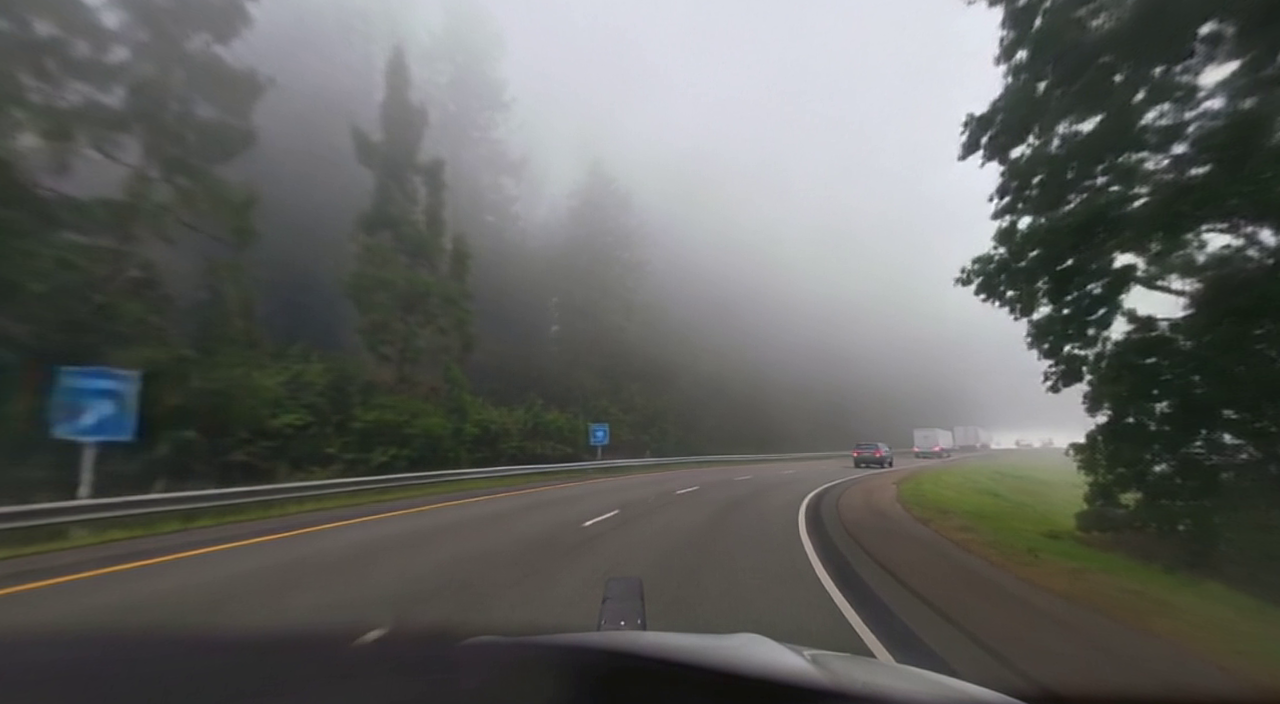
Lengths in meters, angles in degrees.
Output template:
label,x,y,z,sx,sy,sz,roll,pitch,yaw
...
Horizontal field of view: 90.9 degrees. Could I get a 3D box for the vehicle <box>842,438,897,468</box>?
label,x,y,z,sx,sy,sz,roll,pitch,yaw
vehicle,14.173,6.209,38.759,2.221,1.674,4.325,-6,-10,31
